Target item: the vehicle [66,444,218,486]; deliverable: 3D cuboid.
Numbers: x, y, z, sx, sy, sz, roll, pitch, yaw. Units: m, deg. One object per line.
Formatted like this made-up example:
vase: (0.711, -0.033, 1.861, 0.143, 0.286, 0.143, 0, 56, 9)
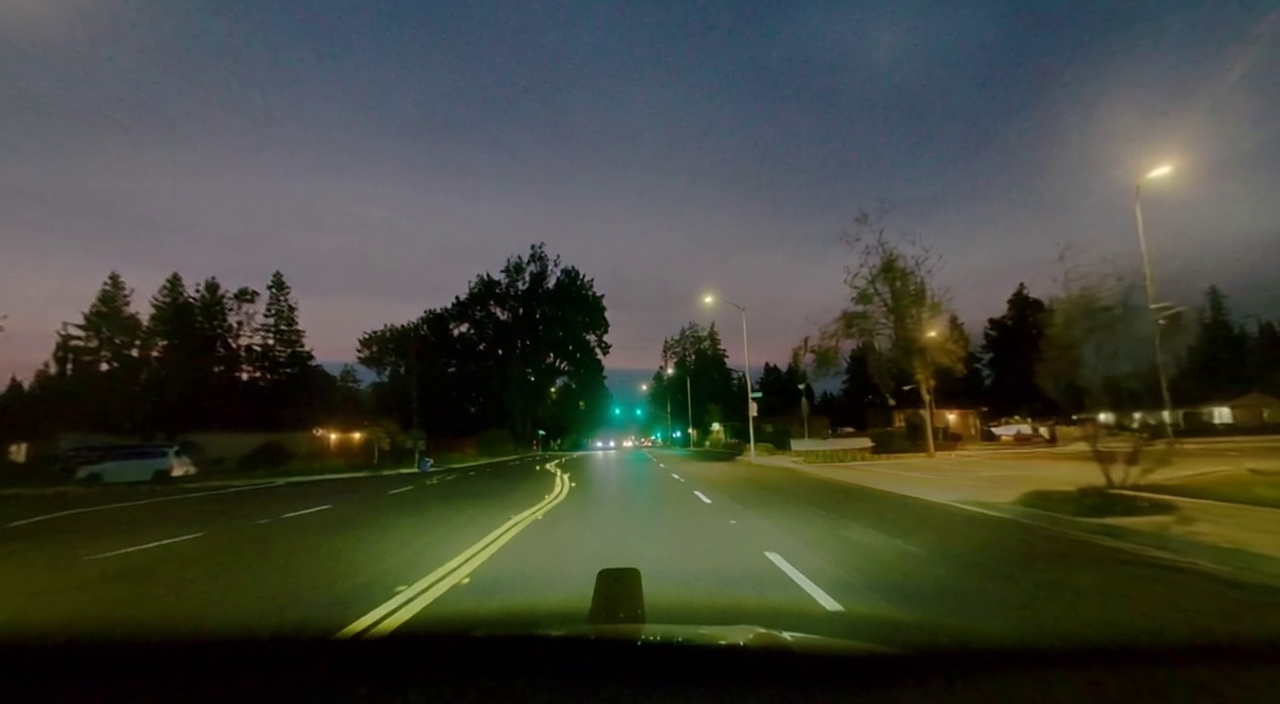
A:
vehicle: (-25.771, 5.777, 32.954, 2.239, 1.961, 5.660, -5, -10, 33)
